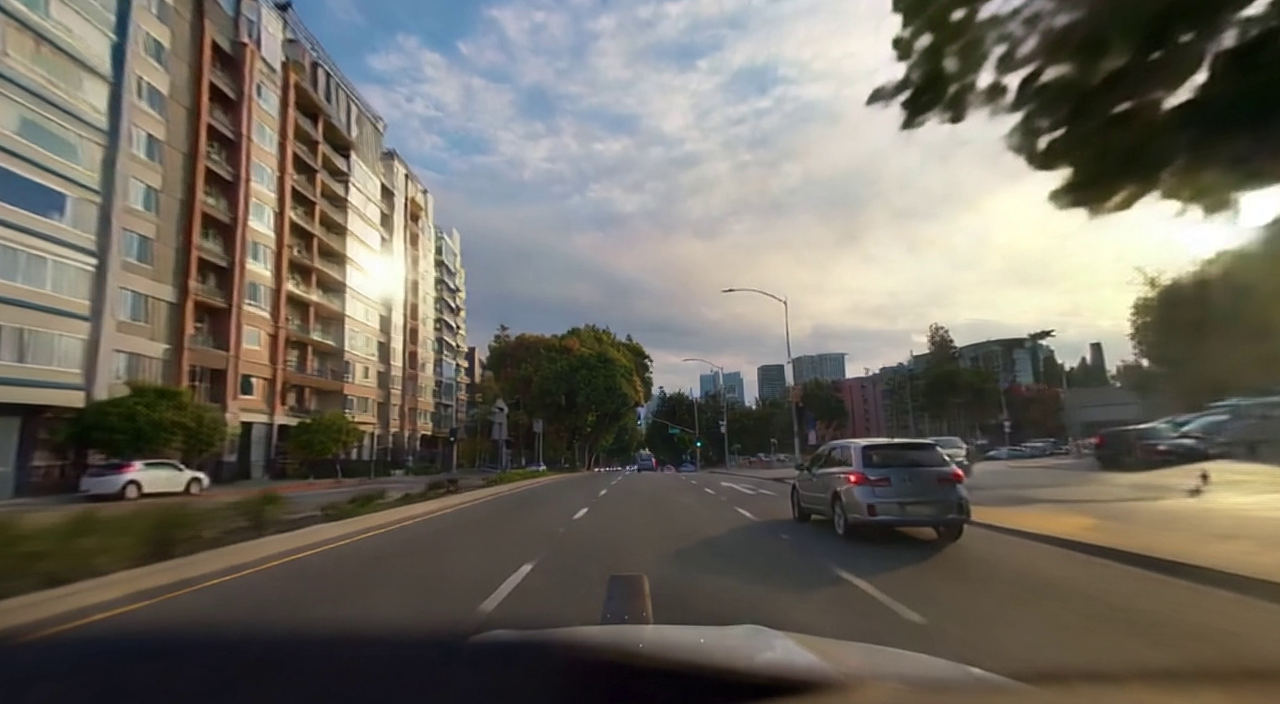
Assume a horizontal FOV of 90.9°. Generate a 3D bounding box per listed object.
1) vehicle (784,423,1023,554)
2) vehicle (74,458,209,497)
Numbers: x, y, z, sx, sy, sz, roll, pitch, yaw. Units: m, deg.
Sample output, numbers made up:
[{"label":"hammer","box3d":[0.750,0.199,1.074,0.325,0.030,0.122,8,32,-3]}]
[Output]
[{"label":"vehicle","box3d":[3.694,1.974,9.766,1.949,1.583,3.996,0,-9,0]},{"label":"vehicle","box3d":[-21.361,5.359,27.320,1.864,1.468,4.770,0,-9,1]}]
